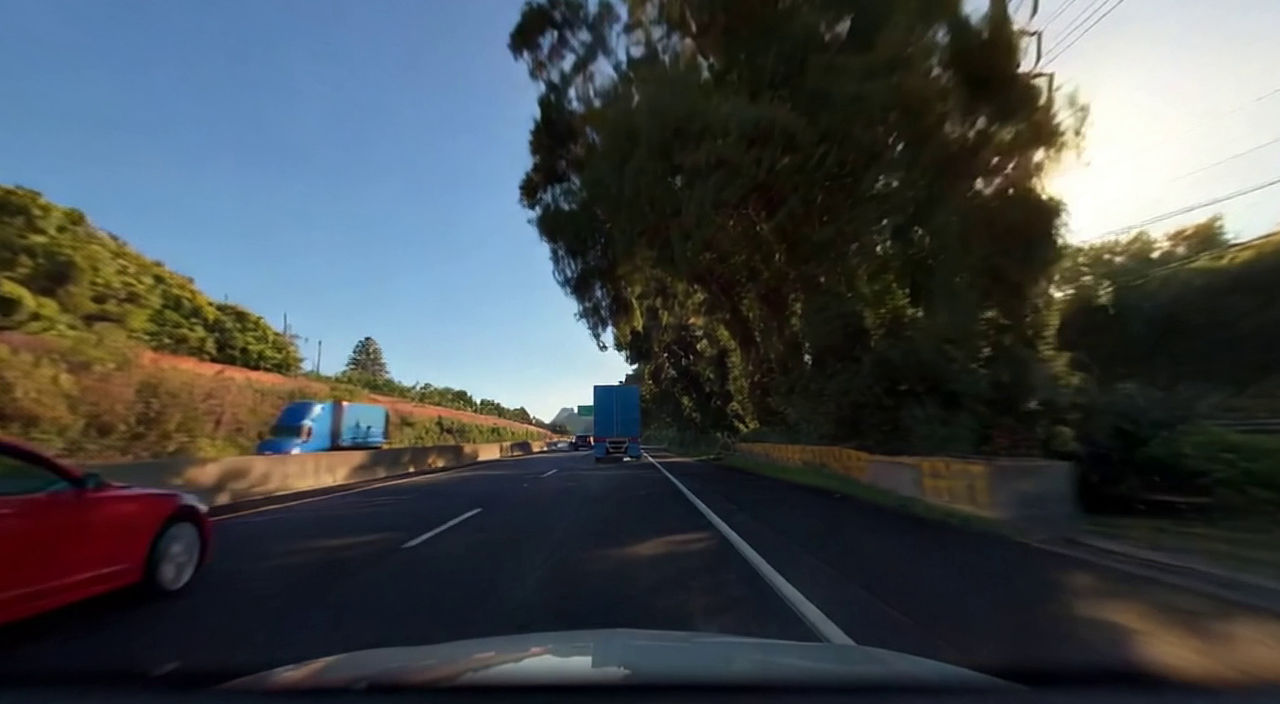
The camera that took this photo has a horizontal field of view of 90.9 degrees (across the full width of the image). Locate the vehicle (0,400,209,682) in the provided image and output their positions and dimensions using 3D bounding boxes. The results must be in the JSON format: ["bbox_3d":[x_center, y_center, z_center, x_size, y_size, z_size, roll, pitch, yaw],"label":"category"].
[{"bbox_3d":[-4.476,0.970,2.942,1.941,1.532,4.277,0,-8,-1],"label":"vehicle"}]

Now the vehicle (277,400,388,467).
[{"bbox_3d":[-18.213,4.951,38.062,2.790,3.616,7.737,0,-8,0],"label":"vehicle"}]

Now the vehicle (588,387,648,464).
[{"bbox_3d":[-1.204,4.319,36.573,2.955,3.851,9.915,0,-8,-1],"label":"vehicle"}]
